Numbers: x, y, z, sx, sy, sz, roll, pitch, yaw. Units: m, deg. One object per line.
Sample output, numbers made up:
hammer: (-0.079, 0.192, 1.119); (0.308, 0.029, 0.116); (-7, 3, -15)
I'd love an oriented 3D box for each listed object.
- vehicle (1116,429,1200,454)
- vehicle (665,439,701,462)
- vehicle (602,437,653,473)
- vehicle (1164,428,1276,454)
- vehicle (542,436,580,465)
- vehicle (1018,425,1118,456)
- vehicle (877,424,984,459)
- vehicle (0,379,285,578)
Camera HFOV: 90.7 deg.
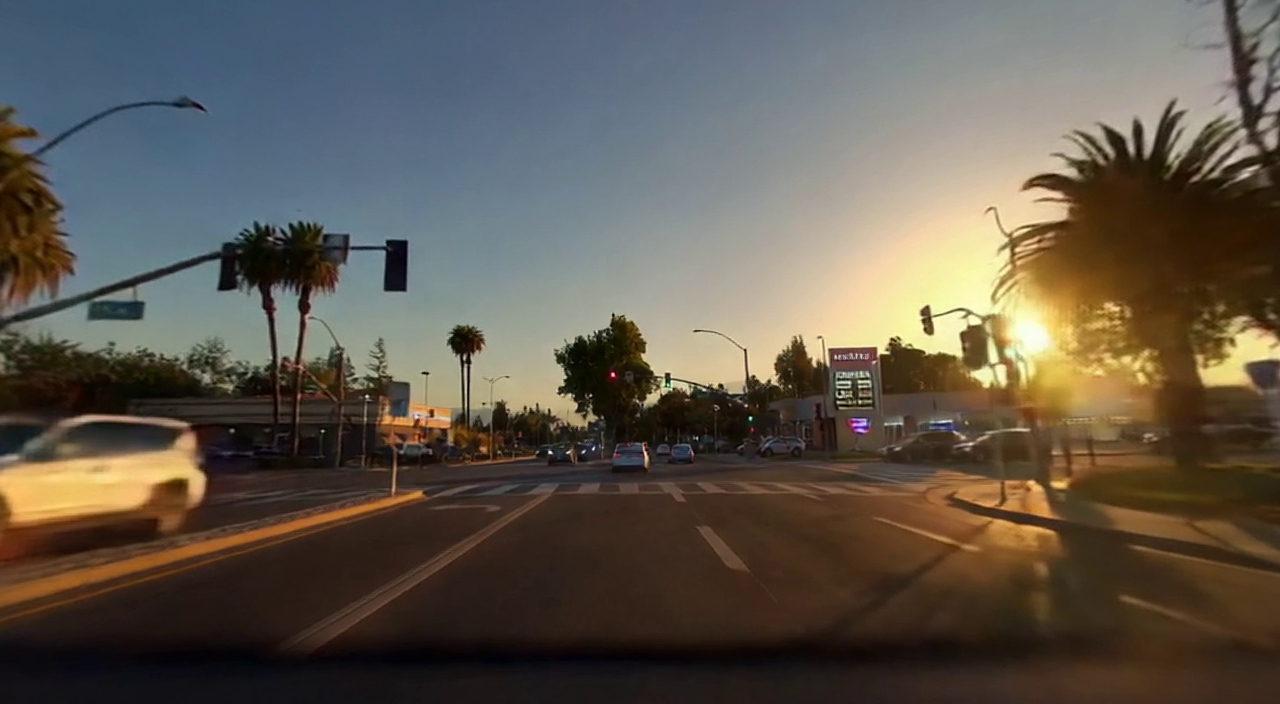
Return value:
vehicle: (33.163, 5.746, 40.598); (3.696, 1.532, 1.927); (0, -8, -1)
vehicle: (2.932, 6.823, 43.909); (2.060, 1.471, 4.168); (0, -8, -2)
vehicle: (-0.561, 4.637, 28.770); (2.160, 1.508, 4.319); (0, -8, -1)
vehicle: (34.101, 5.257, 37.305); (4.668, 1.469, 1.963); (0, -8, -1)
vehicle: (-5.315, 6.652, 43.012); (2.032, 1.747, 4.479); (-2, -7, -1)
vehicle: (25.043, 5.202, 37.135); (4.473, 1.751, 1.909); (0, -8, -1)
vehicle: (17.074, 5.299, 37.348); (5.173, 1.976, 2.223); (0, -8, 0)
vehicle: (-8.460, 1.799, 9.625); (2.440, 2.225, 6.346); (0, -8, -1)
